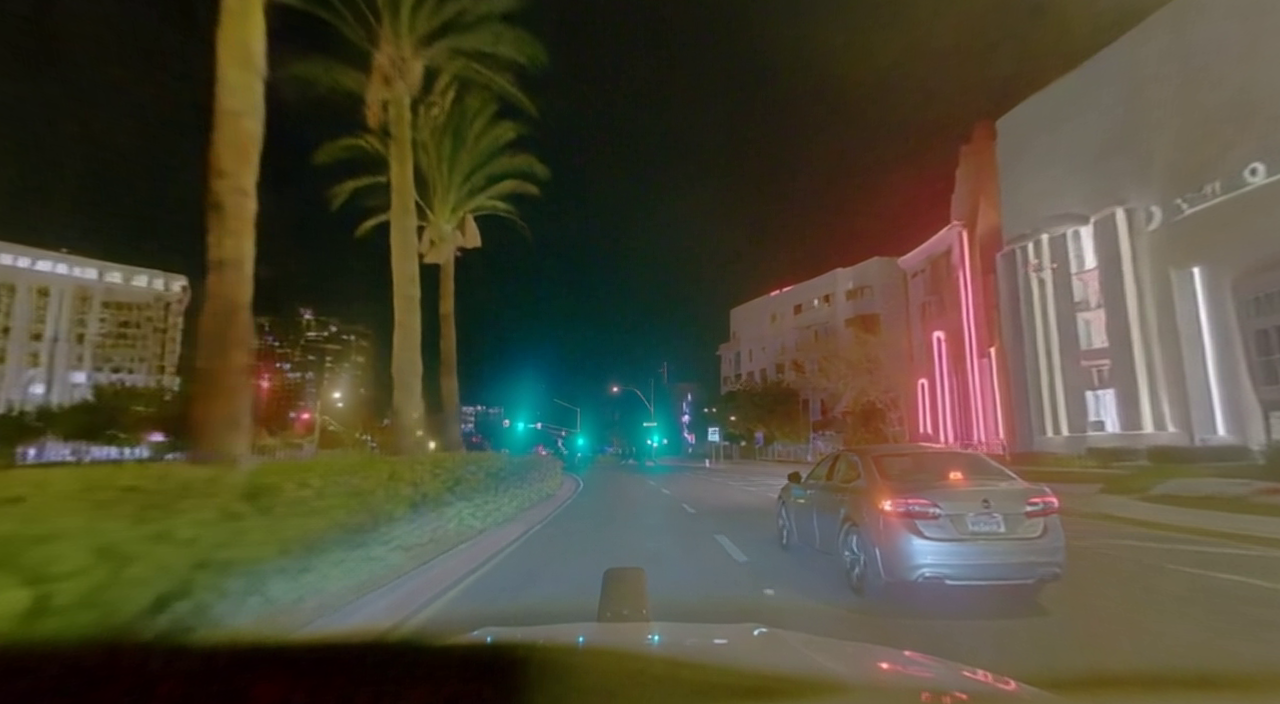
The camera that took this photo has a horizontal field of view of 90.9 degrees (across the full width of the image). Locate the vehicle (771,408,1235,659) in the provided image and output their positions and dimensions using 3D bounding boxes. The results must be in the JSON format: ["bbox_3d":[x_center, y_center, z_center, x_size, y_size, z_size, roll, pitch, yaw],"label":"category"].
[{"bbox_3d":[2.758,1.475,6.201,1.867,1.554,4.301,0,-9,-2],"label":"vehicle"}]
